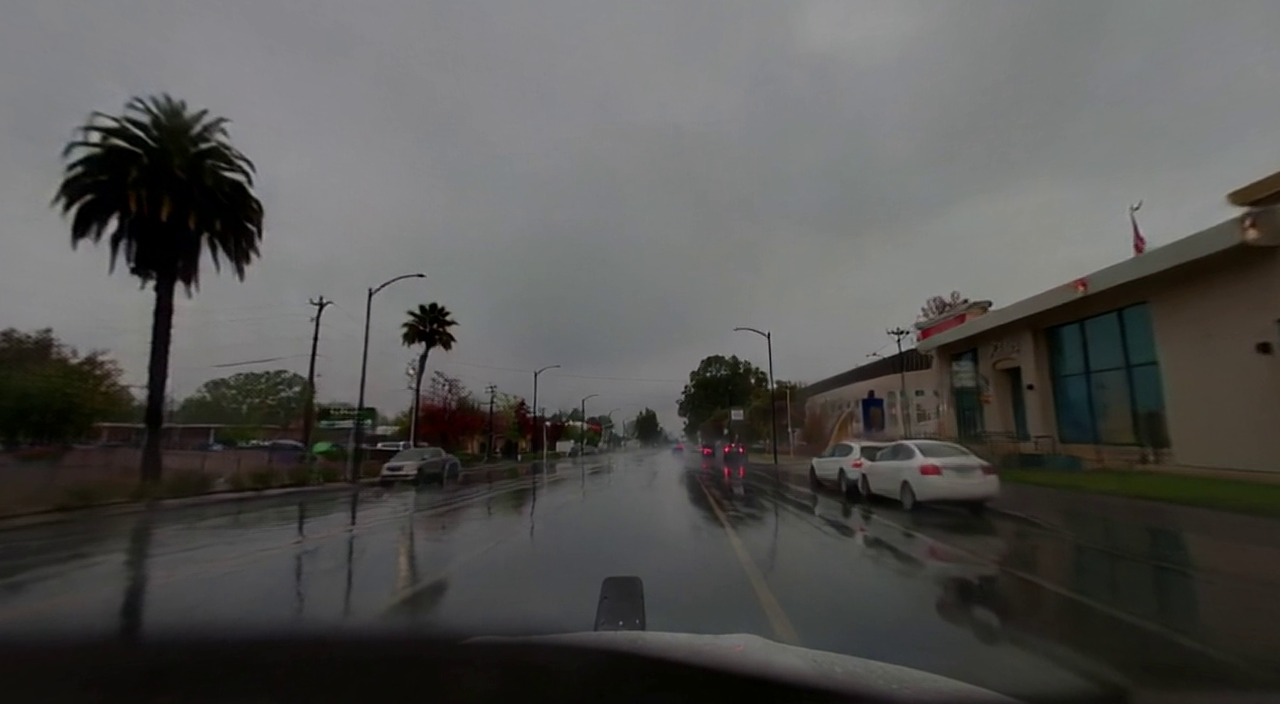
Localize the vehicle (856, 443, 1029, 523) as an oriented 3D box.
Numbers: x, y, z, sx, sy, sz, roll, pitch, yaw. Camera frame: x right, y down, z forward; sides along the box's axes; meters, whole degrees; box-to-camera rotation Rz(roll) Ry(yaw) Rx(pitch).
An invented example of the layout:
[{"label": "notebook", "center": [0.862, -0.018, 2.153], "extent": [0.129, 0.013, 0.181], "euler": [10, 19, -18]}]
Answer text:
[{"label": "vehicle", "center": [6.587, 2.847, 14.392], "extent": [1.834, 1.504, 4.331], "euler": [0, -8, 1]}]

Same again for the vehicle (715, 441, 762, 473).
[{"label": "vehicle", "center": [4.932, 5.309, 32.210], "extent": [2.067, 1.477, 4.653], "euler": [-1, -8, 6]}]

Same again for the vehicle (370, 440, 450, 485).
[{"label": "vehicle", "center": [-11.441, 5.487, 31.915], "extent": [1.949, 2.026, 5.141], "euler": [1, -8, 2]}]
